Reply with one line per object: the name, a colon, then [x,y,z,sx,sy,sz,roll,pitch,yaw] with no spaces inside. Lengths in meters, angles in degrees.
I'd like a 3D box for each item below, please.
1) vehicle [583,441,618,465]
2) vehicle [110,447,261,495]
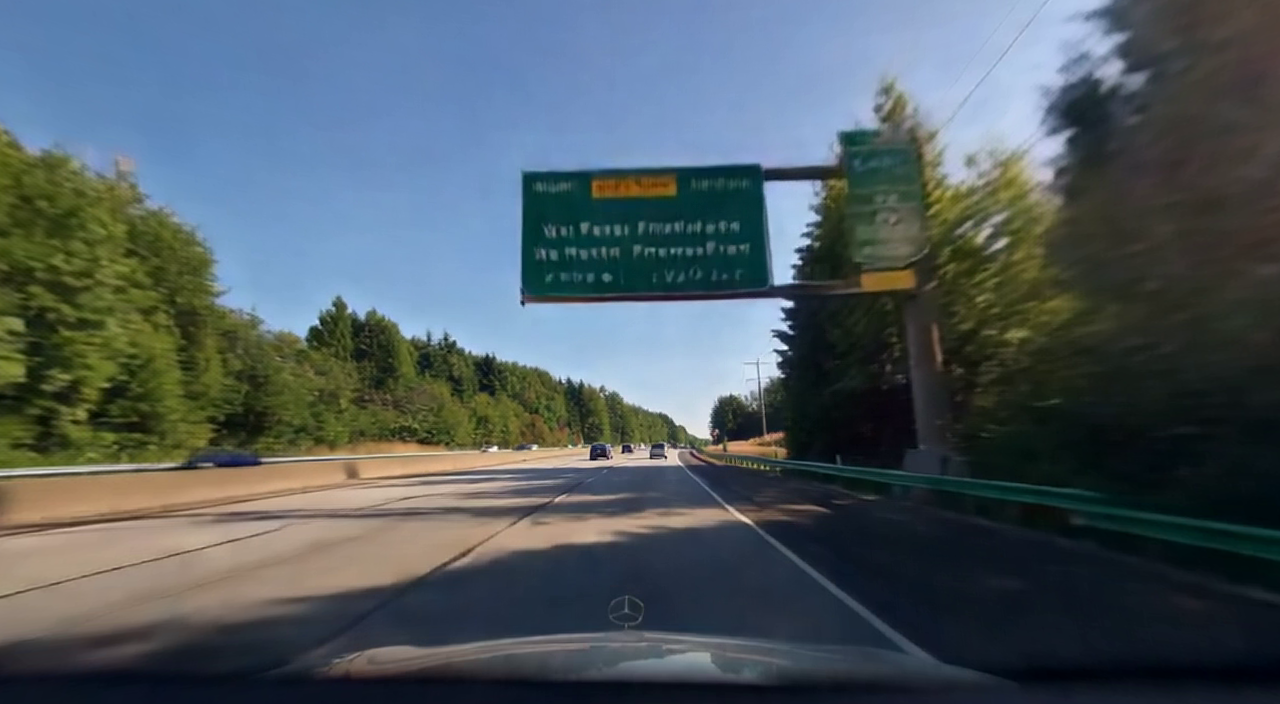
vehicle: [-2.717,7.010,43.903,2.021,1.515,4.453,0,-8,2]
vehicle: [-16.041,4.185,22.585,2.069,1.485,4.453,0,-8,1]
